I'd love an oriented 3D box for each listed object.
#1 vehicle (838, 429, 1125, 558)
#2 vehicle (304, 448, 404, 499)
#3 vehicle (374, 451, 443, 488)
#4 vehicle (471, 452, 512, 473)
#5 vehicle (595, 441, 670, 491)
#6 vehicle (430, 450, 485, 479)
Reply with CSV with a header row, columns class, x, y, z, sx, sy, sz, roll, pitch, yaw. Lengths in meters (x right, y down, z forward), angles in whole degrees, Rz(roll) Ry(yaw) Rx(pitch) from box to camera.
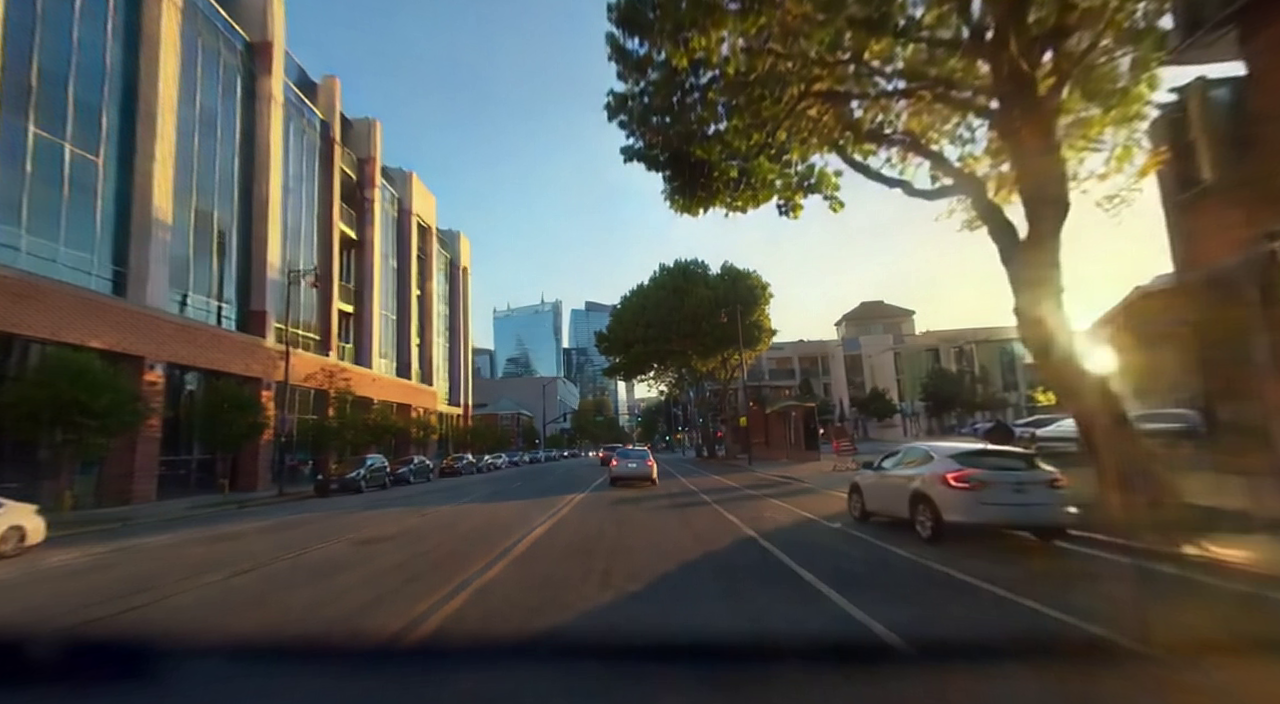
class,x,y,z,sx,sy,sz,roll,pitch,yaw
vehicle,4.967,2.087,10.080,2.075,1.584,4.201,0,-9,-2
vehicle,-11.891,5.029,26.693,2.114,1.938,4.590,0,-8,-1
vehicle,-11.730,5.945,32.284,1.881,1.686,4.451,0,-8,-1
vehicle,-11.557,8.618,49.419,1.991,1.507,4.879,0,-8,0
vehicle,-0.197,3.735,21.079,2.269,1.479,3.980,0,-8,1
vehicle,-11.824,7.278,41.286,2.077,1.732,4.704,0,-8,1
